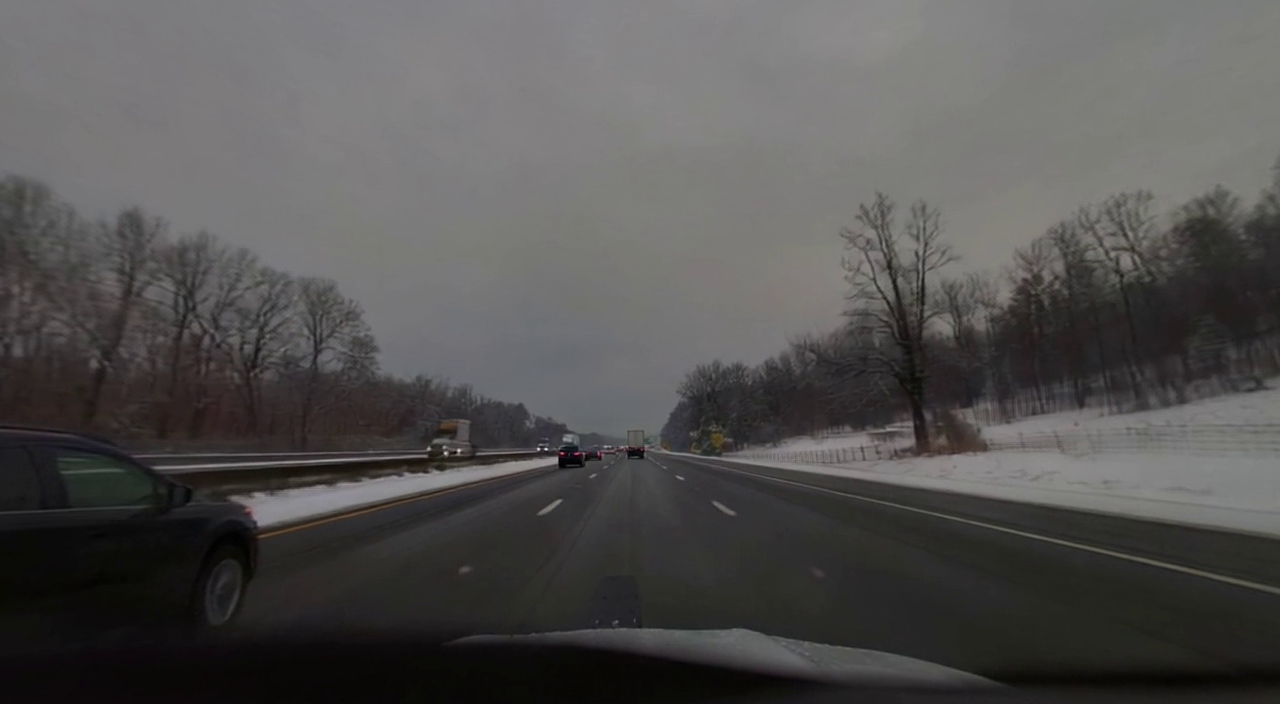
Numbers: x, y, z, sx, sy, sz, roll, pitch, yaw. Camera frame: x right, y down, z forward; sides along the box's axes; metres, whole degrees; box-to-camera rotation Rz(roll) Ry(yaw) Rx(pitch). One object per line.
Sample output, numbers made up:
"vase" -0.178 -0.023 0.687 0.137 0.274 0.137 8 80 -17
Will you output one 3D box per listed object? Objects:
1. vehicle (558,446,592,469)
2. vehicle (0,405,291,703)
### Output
"vehicle" -4.465 7.274 43.384 1.963 1.475 3.665 0 -9 0
"vehicle" -4.326 1.141 3.802 2.071 1.525 4.058 0 -9 0
